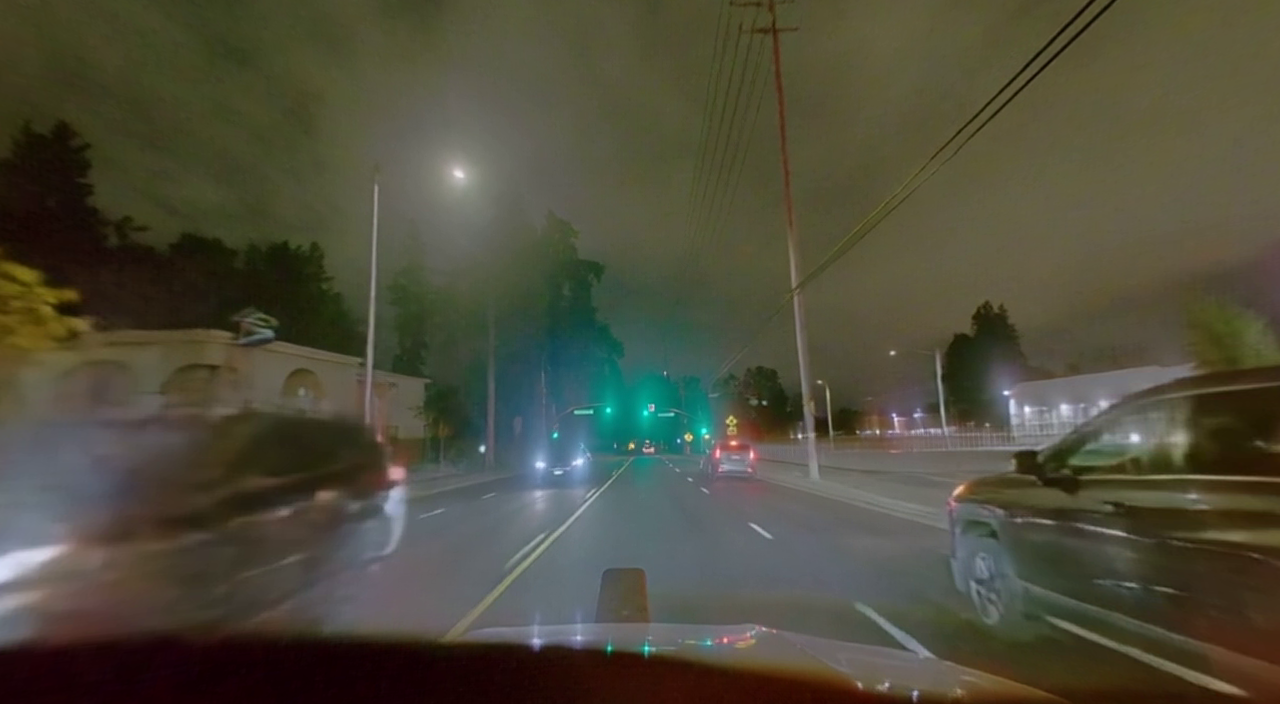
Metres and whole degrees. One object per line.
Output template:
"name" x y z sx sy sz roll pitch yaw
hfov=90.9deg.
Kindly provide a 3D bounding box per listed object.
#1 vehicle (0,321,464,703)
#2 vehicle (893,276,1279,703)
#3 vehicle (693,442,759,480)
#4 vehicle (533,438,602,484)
"vehicle" -3.540 1.209 4.902 2.304 1.886 6.516 0 -9 2
"vehicle" 3.247 0.769 2.630 2.251 1.861 5.144 0 -9 0
"vehicle" 3.513 4.560 26.677 2.072 1.471 4.834 0 -9 -1
"vehicle" -2.822 4.367 25.561 2.109 1.681 4.417 0 -9 2
